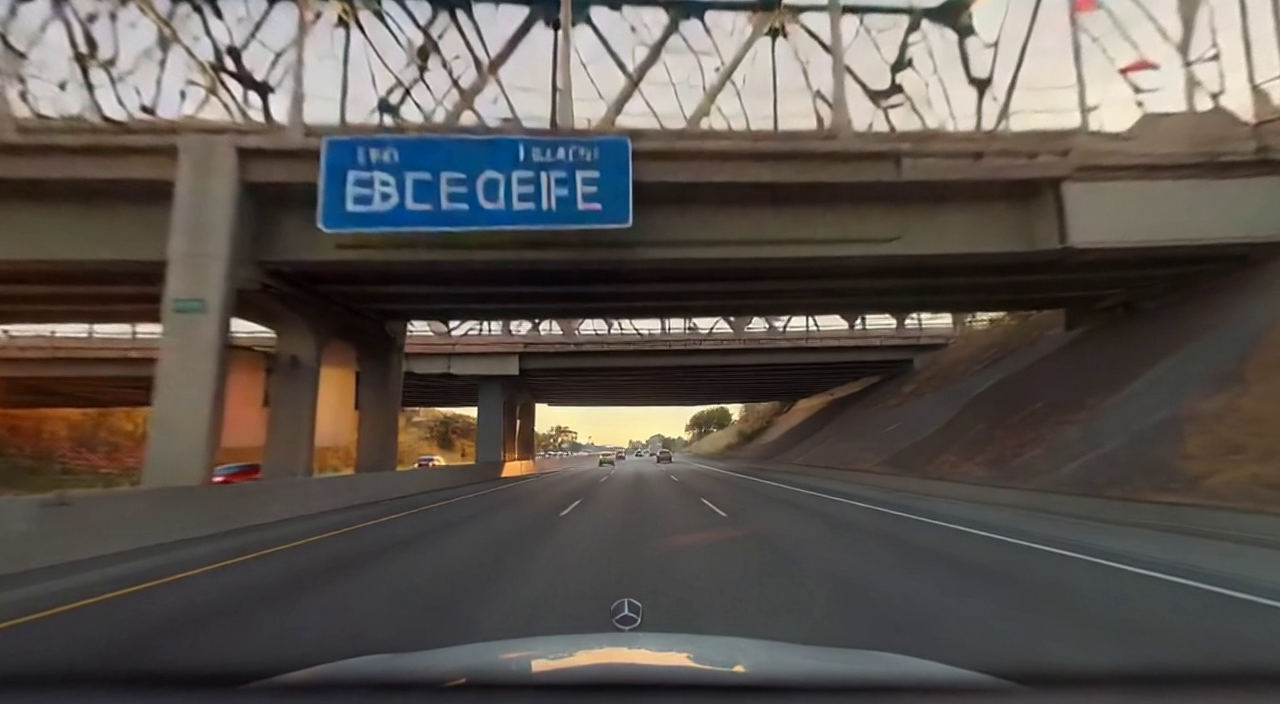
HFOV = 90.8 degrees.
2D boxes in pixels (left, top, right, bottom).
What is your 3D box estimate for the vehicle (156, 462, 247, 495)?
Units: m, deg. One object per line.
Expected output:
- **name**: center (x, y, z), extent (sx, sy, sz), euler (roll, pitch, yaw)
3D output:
- **vehicle**: center (-22.285, 6.409, 32.252), extent (1.769, 1.453, 3.954), euler (0, -9, 1)
